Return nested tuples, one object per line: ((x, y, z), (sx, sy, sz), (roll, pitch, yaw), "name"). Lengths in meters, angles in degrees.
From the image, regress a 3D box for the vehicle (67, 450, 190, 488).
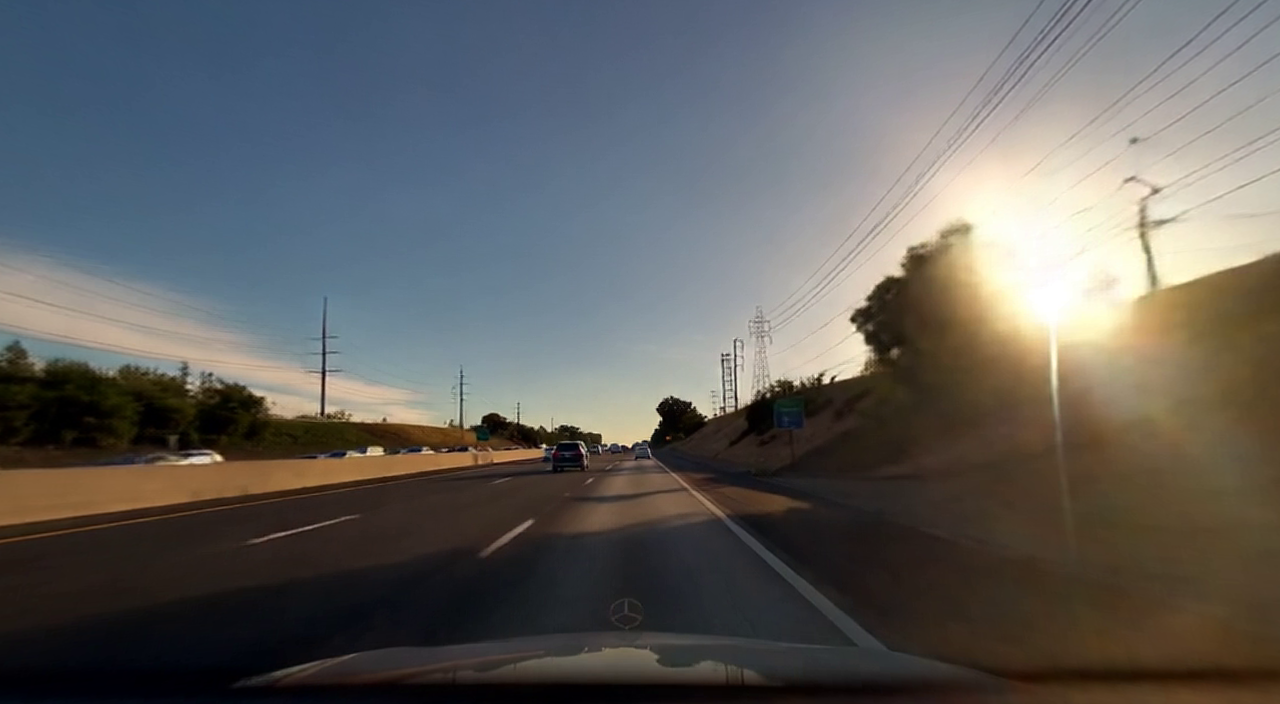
((-24.326, 5.557, 30.190), (2.039, 1.653, 4.519), (0, -9, 1), "vehicle")

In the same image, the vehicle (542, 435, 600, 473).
((-3.685, 5.626, 34.970), (2.577, 1.939, 5.408), (0, -9, 0), "vehicle")
